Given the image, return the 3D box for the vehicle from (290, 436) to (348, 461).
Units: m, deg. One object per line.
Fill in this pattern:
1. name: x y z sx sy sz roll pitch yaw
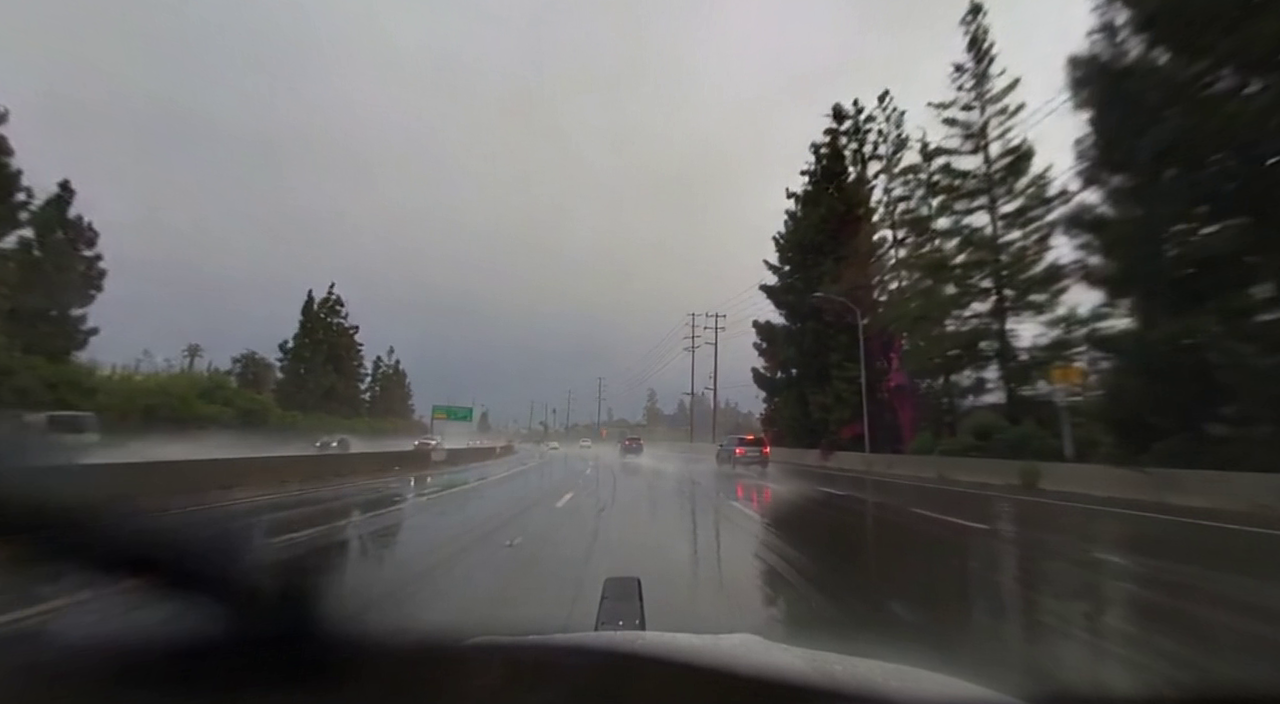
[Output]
1. vehicle: -24.042 7.243 47.475 2.088 1.769 4.831 1 -8 -4

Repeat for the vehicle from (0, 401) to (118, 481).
1. vehicle: -22.659 3.215 22.732 2.625 2.635 6.136 0 -8 -3

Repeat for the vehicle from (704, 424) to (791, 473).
1. vehicle: 4.849 4.486 29.631 2.504 2.033 5.979 1 -8 -6
